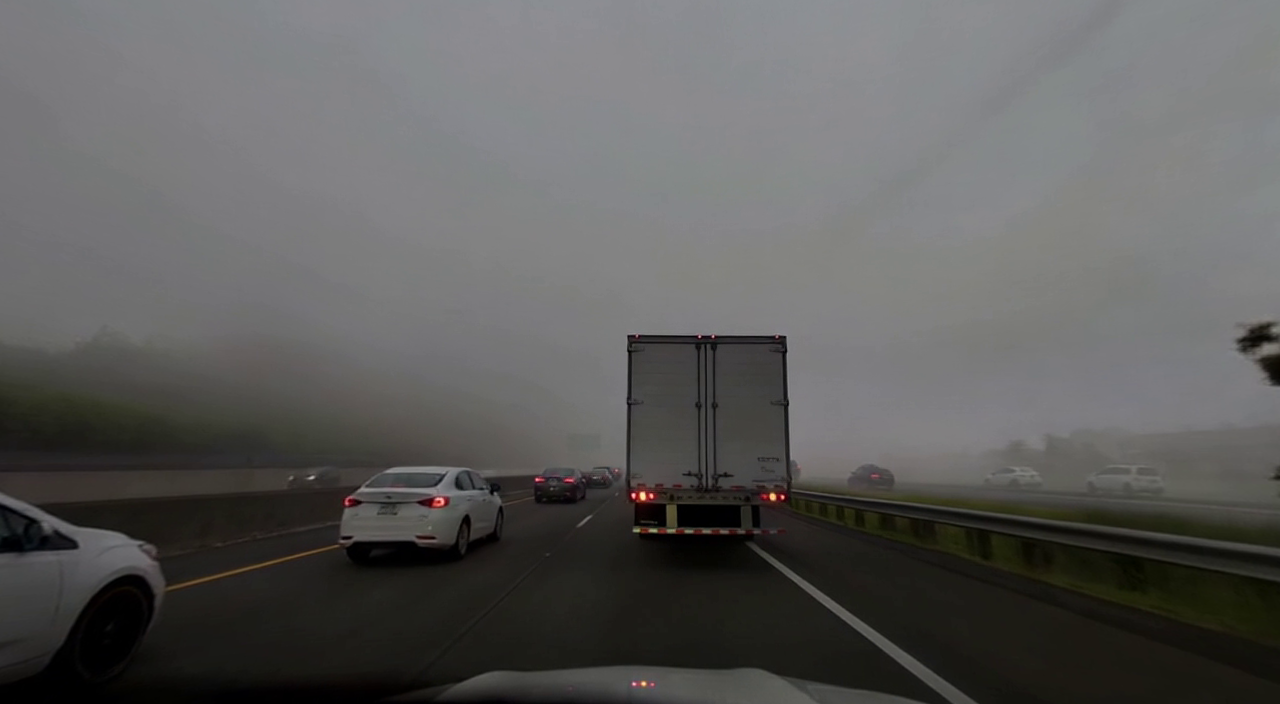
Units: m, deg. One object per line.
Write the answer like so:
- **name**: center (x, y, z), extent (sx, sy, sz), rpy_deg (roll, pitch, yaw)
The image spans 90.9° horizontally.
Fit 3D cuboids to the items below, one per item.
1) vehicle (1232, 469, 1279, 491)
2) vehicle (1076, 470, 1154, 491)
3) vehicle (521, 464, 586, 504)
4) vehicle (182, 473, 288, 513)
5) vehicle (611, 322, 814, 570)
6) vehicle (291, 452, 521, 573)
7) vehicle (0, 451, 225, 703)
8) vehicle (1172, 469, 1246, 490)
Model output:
- **vehicle**: center (49.265, 10.024, 49.329), extent (4.681, 1.572, 1.862), rpy_deg (3, -11, -15)
- **vehicle**: center (36.004, 9.734, 47.850), extent (4.299, 1.465, 1.807), rpy_deg (-1, -11, 7)
- **vehicle**: center (-3.521, 5.482, 26.344), extent (1.964, 1.482, 4.371), rpy_deg (0, -11, 2)
- **vehicle**: center (-17.420, 6.064, 27.372), extent (1.844, 1.500, 3.914), rpy_deg (0, -11, 2)
- **vehicle**: center (1.121, 2.086, 13.399), extent (2.831, 3.529, 8.689), rpy_deg (0, -11, 1)
- **vehicle**: center (-3.491, 2.524, 10.574), extent (1.983, 1.509, 4.679), rpy_deg (0, -11, 1)
- **vehicle**: center (-4.232, 1.066, 2.480), extent (2.043, 1.391, 4.515), rpy_deg (0, -11, 1)
- **vehicle**: center (43.210, 9.708, 47.879), extent (3.974, 1.485, 1.709), rpy_deg (1, -11, -4)
